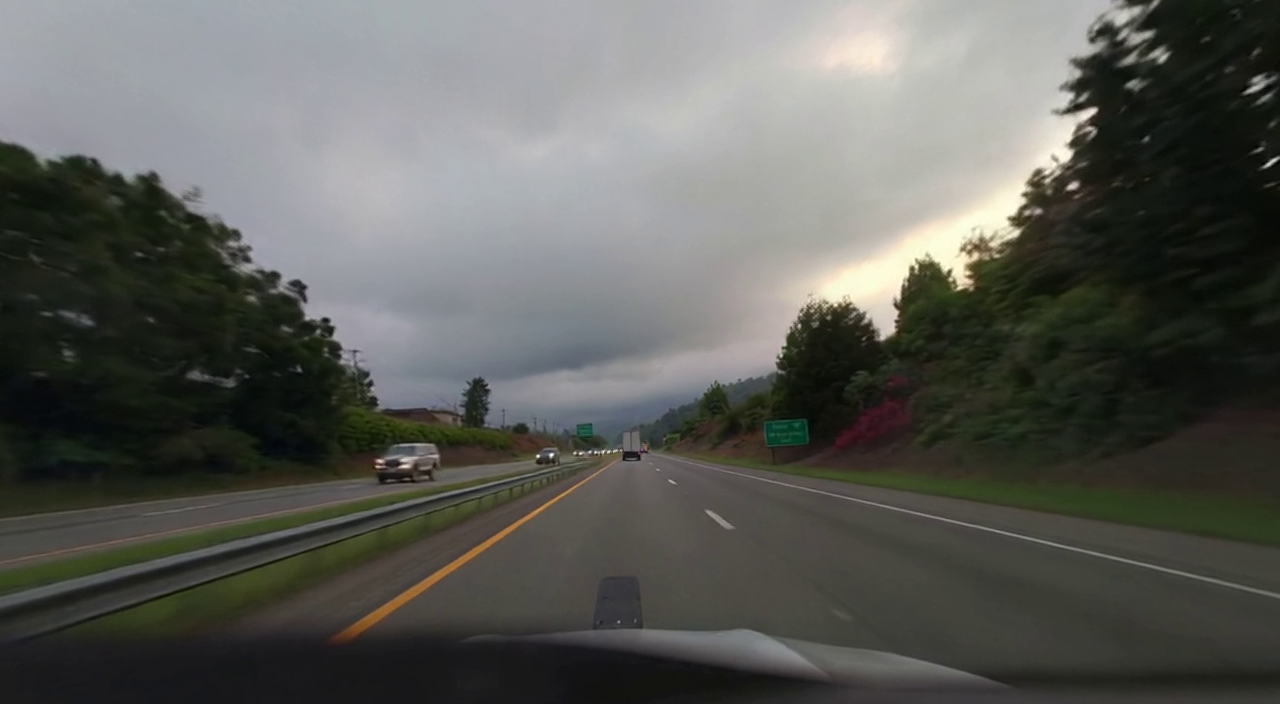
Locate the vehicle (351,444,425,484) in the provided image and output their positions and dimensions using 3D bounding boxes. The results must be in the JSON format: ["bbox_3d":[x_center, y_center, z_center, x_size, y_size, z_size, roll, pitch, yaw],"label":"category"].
[{"bbox_3d":[-13.774,6.122,34.575,2.096,1.982,4.795,0,-9,0],"label":"vehicle"}]
